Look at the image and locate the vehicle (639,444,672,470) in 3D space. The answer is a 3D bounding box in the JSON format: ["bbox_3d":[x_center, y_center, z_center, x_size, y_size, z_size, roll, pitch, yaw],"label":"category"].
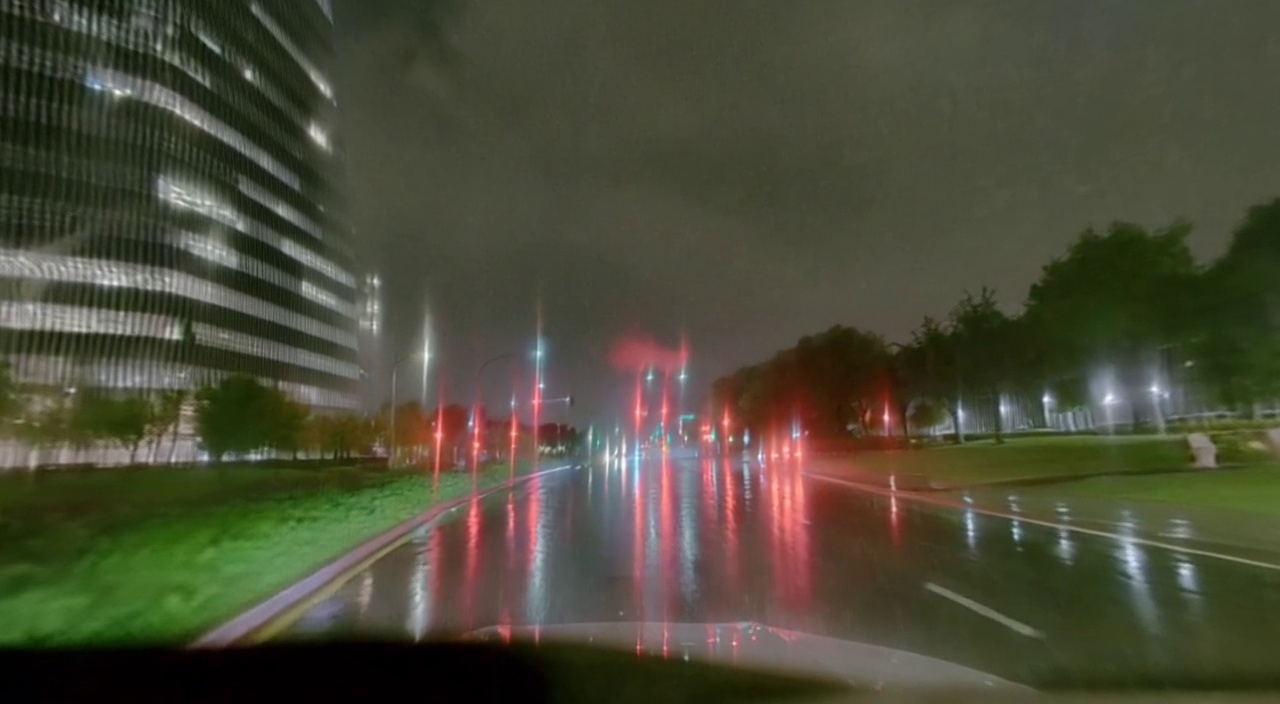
[{"bbox_3d":[1.018,6.916,41.710,2.092,1.660,4.319,0,-8,1],"label":"vehicle"}]
